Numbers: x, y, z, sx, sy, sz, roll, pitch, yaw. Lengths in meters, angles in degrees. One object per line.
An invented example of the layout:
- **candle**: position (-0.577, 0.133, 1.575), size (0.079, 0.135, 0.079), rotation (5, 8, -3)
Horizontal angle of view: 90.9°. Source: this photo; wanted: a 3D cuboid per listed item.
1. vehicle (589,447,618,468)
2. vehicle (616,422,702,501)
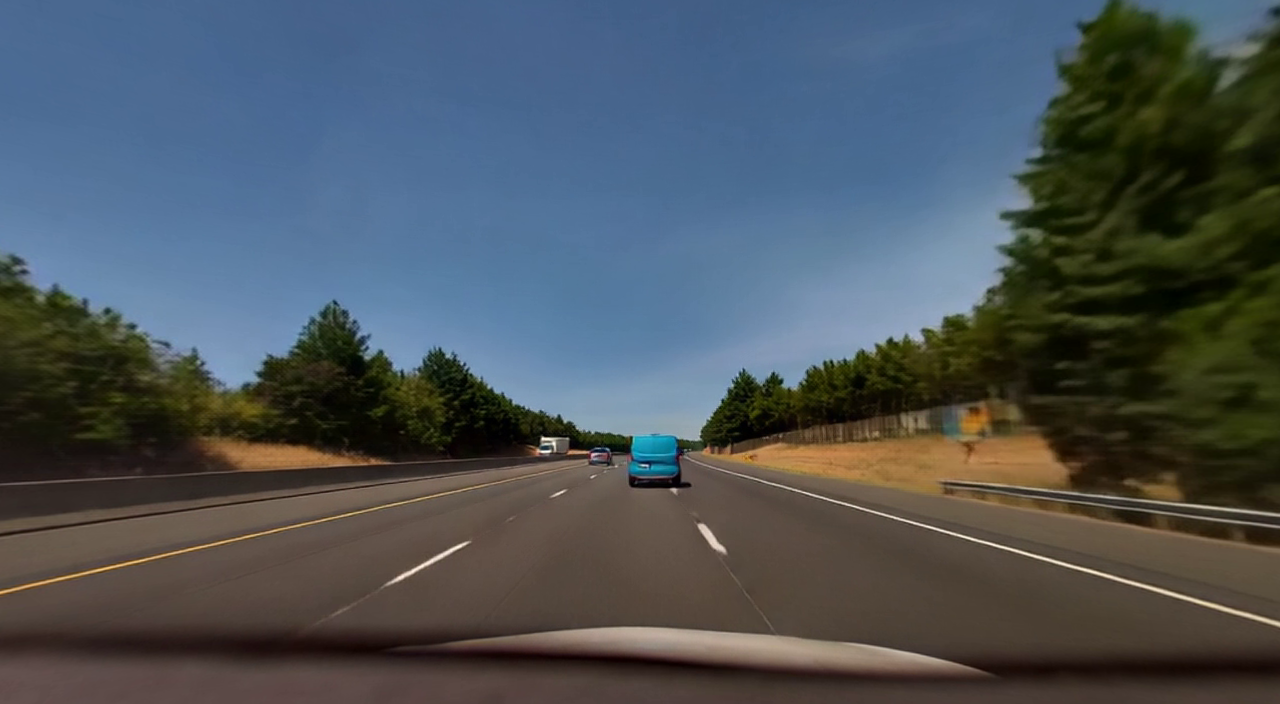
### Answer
- **vehicle**: position (-2.820, 8.359, 49.906), size (1.959, 1.571, 4.313), rotation (-1, -9, 1)
- **vehicle**: position (0.597, 3.239, 18.870), size (2.219, 2.033, 4.911), rotation (-1, -9, 3)
